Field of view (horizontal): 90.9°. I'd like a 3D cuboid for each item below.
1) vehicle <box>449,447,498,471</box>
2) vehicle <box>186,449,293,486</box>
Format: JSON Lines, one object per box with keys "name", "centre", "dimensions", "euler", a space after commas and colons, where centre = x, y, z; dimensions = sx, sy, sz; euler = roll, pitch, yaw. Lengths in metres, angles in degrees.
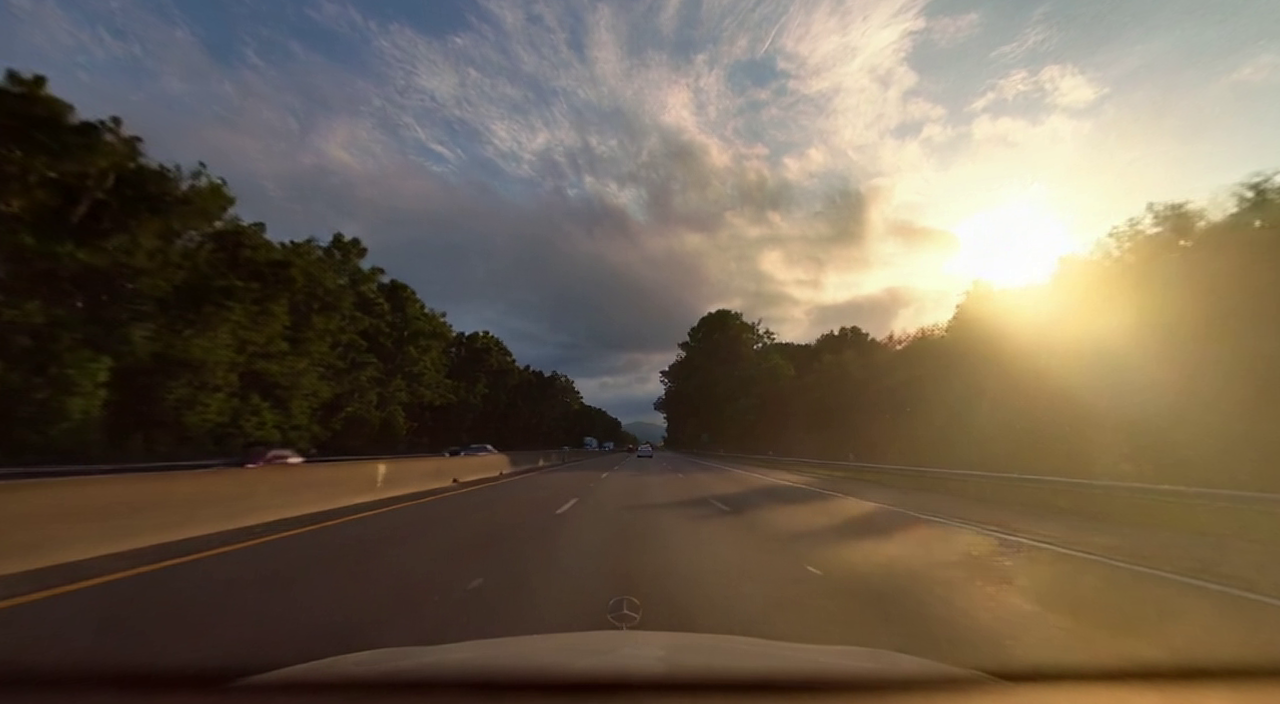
{"name": "vehicle", "centre": [-11.230, 7.235, 42.827], "dimensions": [1.997, 1.549, 4.691], "euler": [0, -9, 1]}
{"name": "vehicle", "centre": [-16.899, 4.871, 26.840], "dimensions": [1.872, 1.465, 3.915], "euler": [0, -9, 1]}
